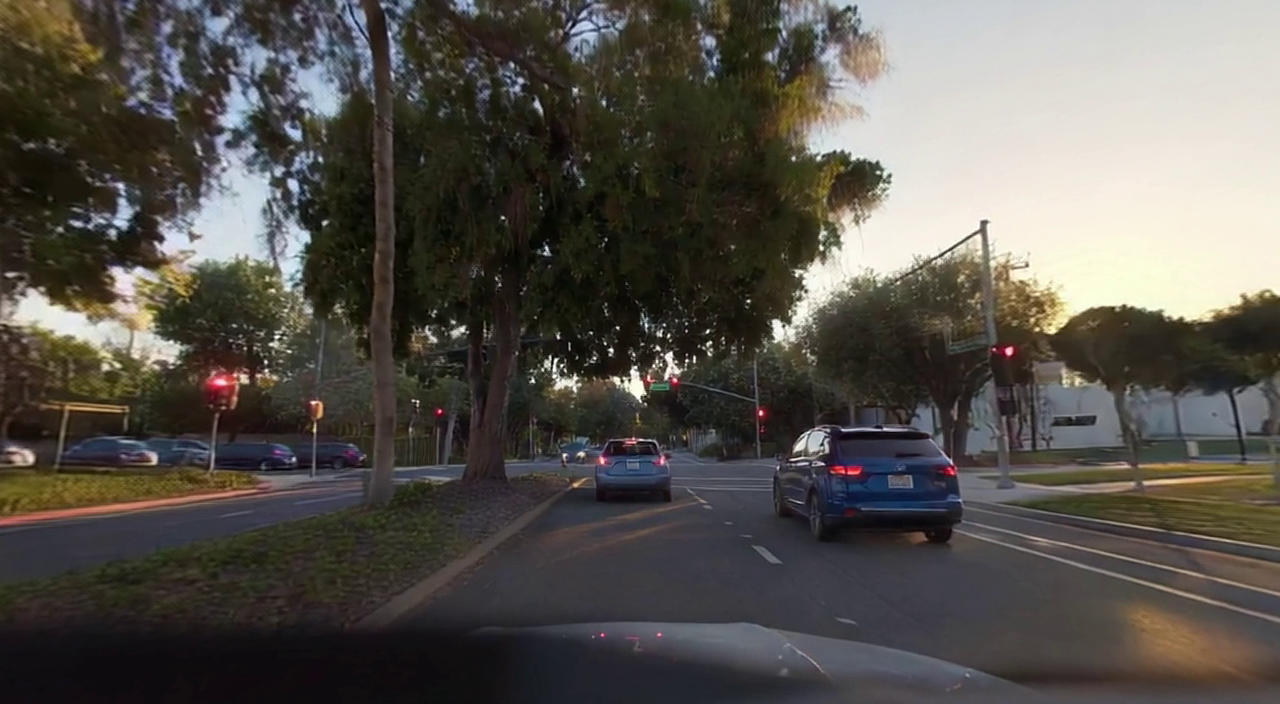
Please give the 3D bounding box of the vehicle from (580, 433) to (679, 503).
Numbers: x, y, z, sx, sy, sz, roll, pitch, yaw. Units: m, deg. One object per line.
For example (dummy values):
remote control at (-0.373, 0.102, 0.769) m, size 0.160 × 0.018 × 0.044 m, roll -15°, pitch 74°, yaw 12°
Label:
vehicle at (-0.232, 2.895, 16.267) m, size 2.177 × 1.512 × 4.682 m, roll 0°, pitch -8°, yaw 0°

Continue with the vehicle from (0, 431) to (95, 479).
vehicle at (-28.745, 4.761, 29.151) m, size 4.957 × 2.108 × 2.246 m, roll 4°, pitch -10°, yaw -29°

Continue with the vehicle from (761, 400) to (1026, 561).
vehicle at (3.232, 1.747, 9.254) m, size 2.046 × 1.768 × 4.370 m, roll 0°, pitch -9°, yaw 0°

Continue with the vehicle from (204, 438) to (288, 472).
vehicle at (-28.642, 7.445, 45.949) m, size 4.943 × 2.110 × 2.217 m, roll 3°, pitch -11°, yaw -37°
